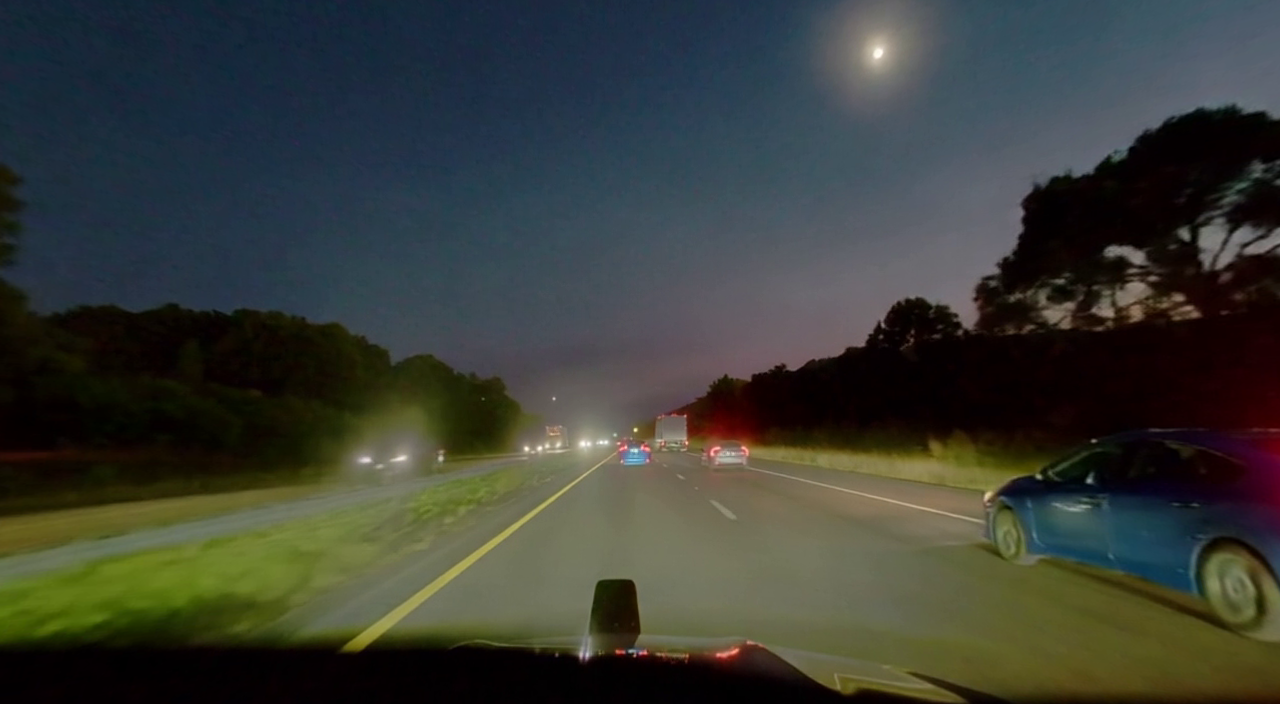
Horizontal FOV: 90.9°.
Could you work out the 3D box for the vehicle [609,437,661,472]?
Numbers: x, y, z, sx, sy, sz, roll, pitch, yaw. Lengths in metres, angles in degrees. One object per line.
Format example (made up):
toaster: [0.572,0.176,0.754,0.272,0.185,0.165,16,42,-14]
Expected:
vehicle: [-0.248,4.539,28.284,2.143,1.466,3.693,0,-8,-1]

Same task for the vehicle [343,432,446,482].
vehicle: [-9.468,4.066,24.868,2.213,1.760,4.705,0,-8,-1]

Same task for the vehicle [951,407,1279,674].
vehicle: [4.665,1.272,5.056,2.066,1.526,4.216,0,-8,-2]

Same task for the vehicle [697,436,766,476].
vehicle: [3.607,4.150,25.651,2.004,1.469,4.472,0,-8,-2]
